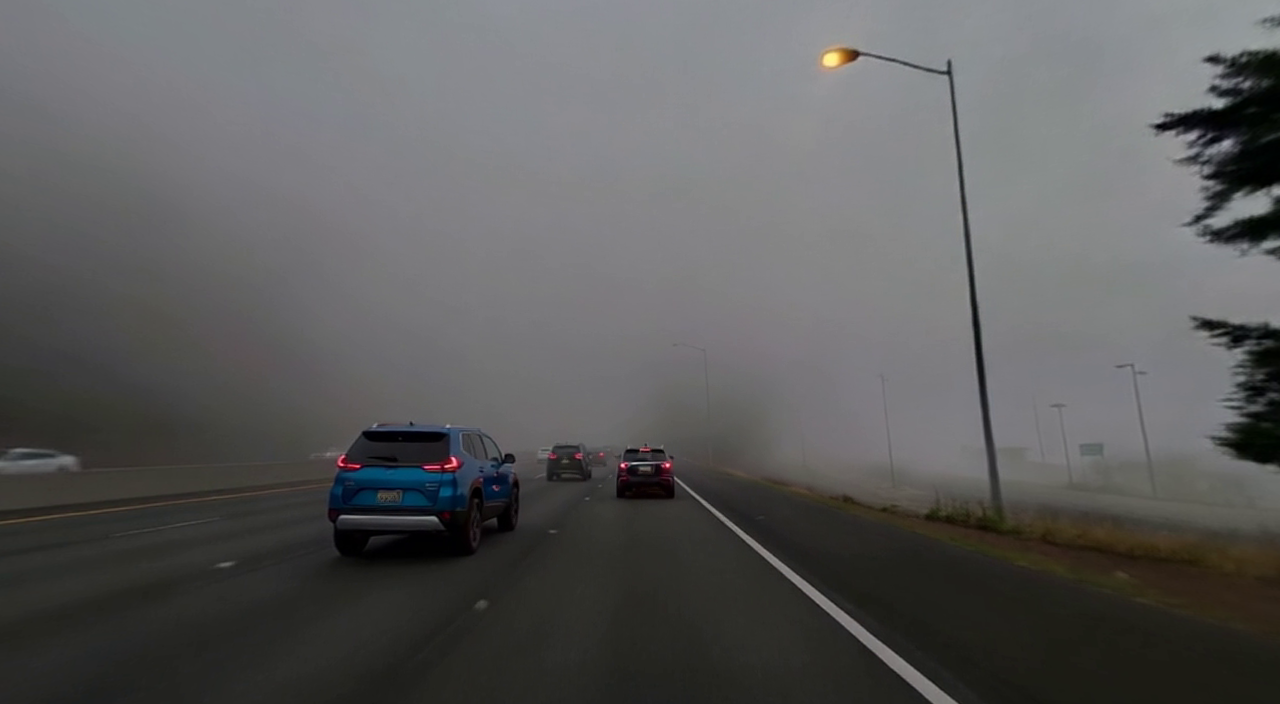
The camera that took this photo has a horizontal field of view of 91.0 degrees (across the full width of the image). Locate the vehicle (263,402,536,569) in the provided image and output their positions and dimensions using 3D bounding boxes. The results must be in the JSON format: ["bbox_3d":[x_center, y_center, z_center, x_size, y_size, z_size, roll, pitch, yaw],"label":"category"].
[{"bbox_3d":[-2.967,1.762,8.971,2.123,1.798,4.108,0,-9,2],"label":"vehicle"}]

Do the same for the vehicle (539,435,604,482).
[{"bbox_3d":[-2.752,4.431,26.459,2.125,1.771,4.721,0,-9,1],"label":"vehicle"}]

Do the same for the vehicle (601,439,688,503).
[{"bbox_3d":[0.097,3.151,17.078,2.068,1.488,4.045,0,-9,-1],"label":"vehicle"}]
